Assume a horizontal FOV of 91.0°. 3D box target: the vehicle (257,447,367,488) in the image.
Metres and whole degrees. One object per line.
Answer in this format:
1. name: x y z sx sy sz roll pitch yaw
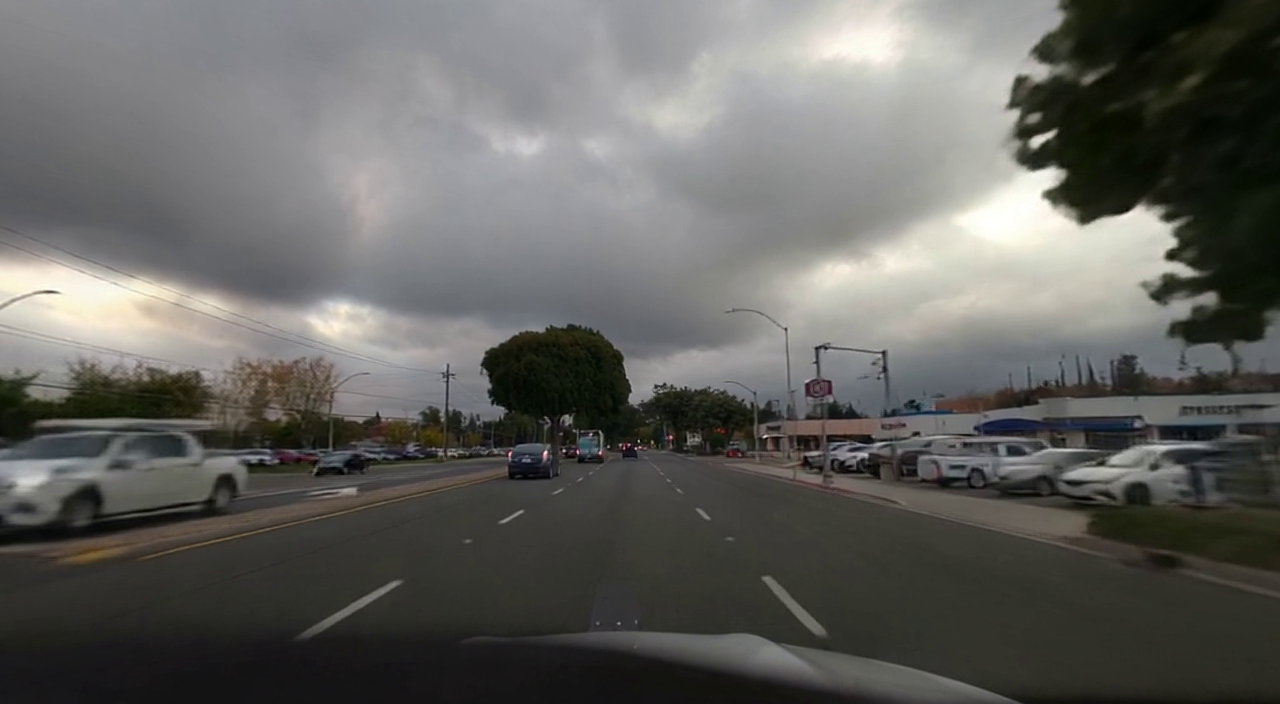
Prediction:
1. vehicle: -13.162 4.637 25.643 1.955 1.496 4.661 0 -9 0

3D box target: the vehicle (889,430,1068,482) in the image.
1. vehicle: 12.406 3.856 23.547 5.426 1.811 2.193 -2 -9 15

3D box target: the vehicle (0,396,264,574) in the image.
1. vehicle: -7.591 1.816 9.333 2.123 1.864 5.553 1 -9 -17

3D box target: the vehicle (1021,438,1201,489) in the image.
1. vehicle: 18.761 4.465 25.303 5.420 1.818 2.046 -2 -9 2

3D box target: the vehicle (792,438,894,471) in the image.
1. vehicle: 12.408 6.293 38.657 5.500 1.749 2.057 -1 -9 -3

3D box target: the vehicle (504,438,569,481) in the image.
1. vehicle: -4.366 4.601 27.176 2.109 1.672 4.256 0 -9 0
